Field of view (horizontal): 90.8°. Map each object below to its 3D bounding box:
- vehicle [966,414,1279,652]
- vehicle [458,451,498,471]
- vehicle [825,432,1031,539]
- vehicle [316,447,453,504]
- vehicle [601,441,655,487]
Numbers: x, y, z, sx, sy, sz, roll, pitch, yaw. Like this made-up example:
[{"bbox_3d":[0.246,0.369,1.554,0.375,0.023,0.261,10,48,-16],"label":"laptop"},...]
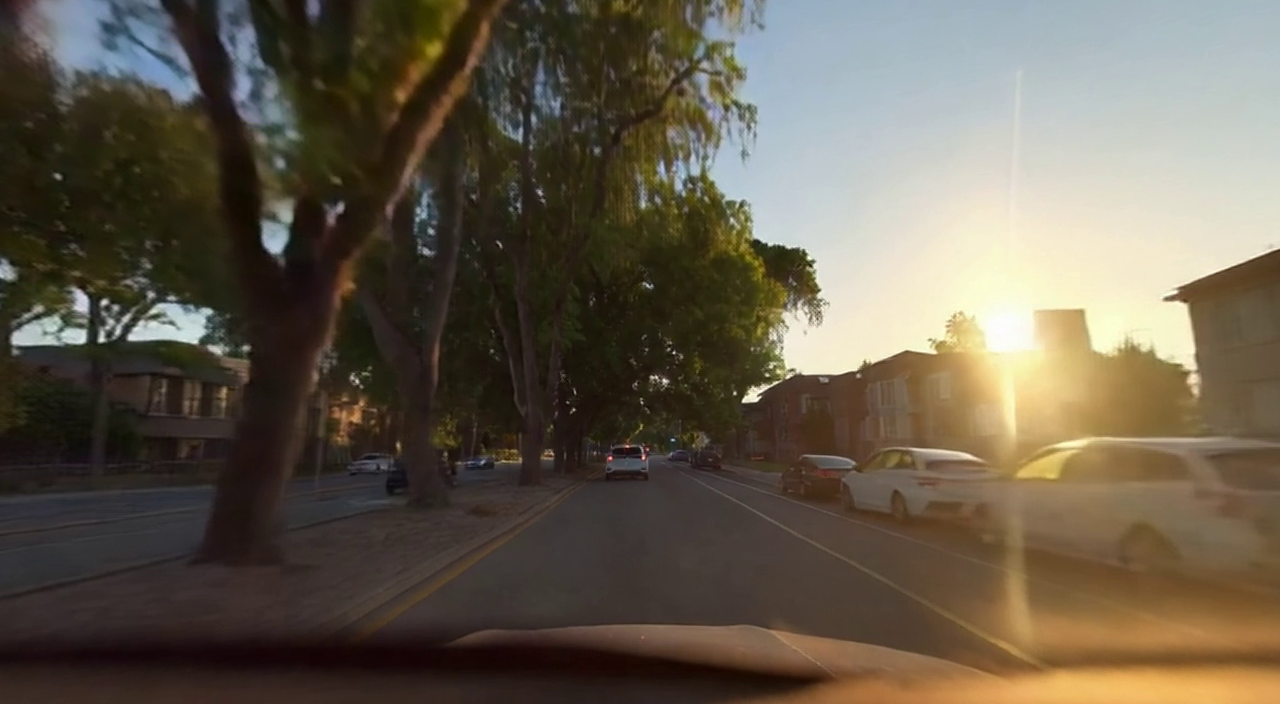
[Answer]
[{"bbox_3d":[5.770,1.655,6.783,2.082,1.736,4.561,0,-9,0],"label":"vehicle"},{"bbox_3d":[-12.475,8.420,48.965,1.890,1.473,4.419,0,-9,0],"label":"vehicle"},{"bbox_3d":[5.572,2.618,13.111,1.943,1.778,4.778,0,-9,-1],"label":"vehicle"},{"bbox_3d":[-7.426,3.613,19.043,2.105,1.474,4.808,0,-9,0],"label":"vehicle"},{"bbox_3d":[-0.469,4.589,26.200,2.070,1.698,3.925,0,-9,0],"label":"vehicle"}]
